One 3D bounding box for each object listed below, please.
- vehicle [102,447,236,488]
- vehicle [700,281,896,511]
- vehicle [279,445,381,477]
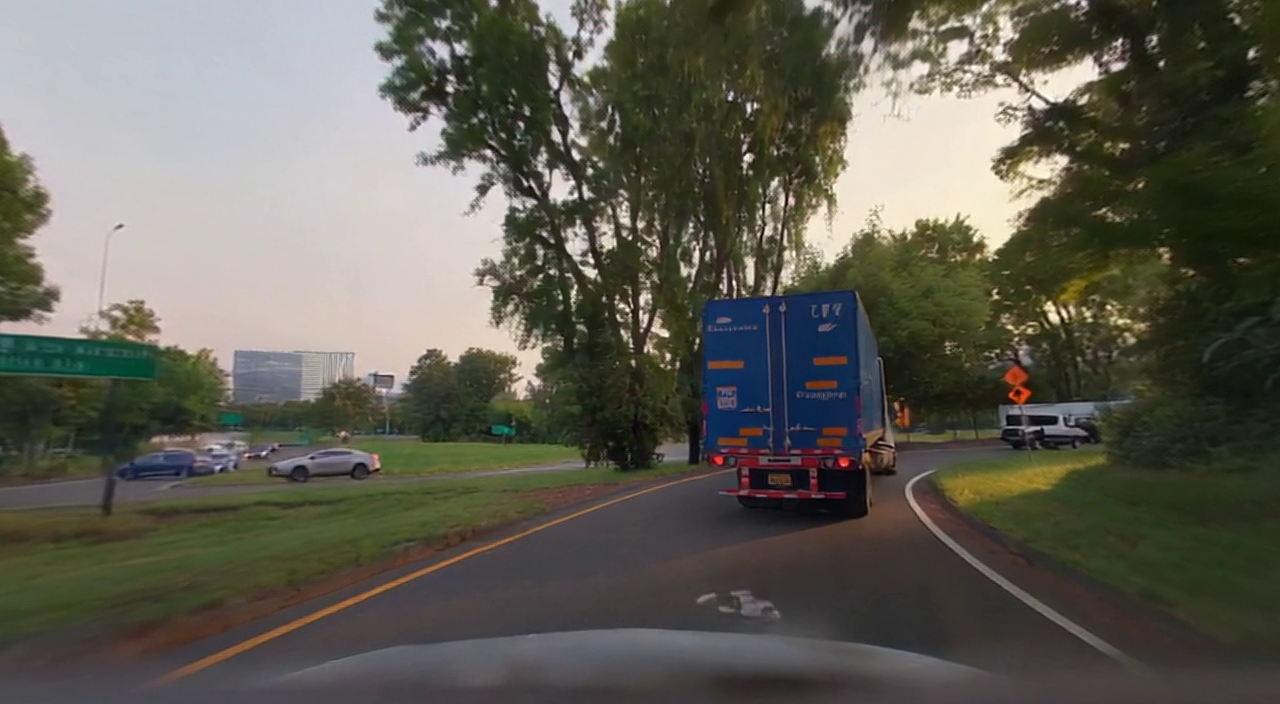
[{"bbox_3d":[-20.769,5.057,27.909,4.578,1.573,1.806,5,-10,-38],"label":"vehicle"},{"bbox_3d":[4.259,1.309,14.798,2.937,3.647,9.344,-4,-8,22],"label":"vehicle"},{"bbox_3d":[-15.542,5.446,31.622,4.350,1.410,1.726,4,-9,-32],"label":"vehicle"}]
